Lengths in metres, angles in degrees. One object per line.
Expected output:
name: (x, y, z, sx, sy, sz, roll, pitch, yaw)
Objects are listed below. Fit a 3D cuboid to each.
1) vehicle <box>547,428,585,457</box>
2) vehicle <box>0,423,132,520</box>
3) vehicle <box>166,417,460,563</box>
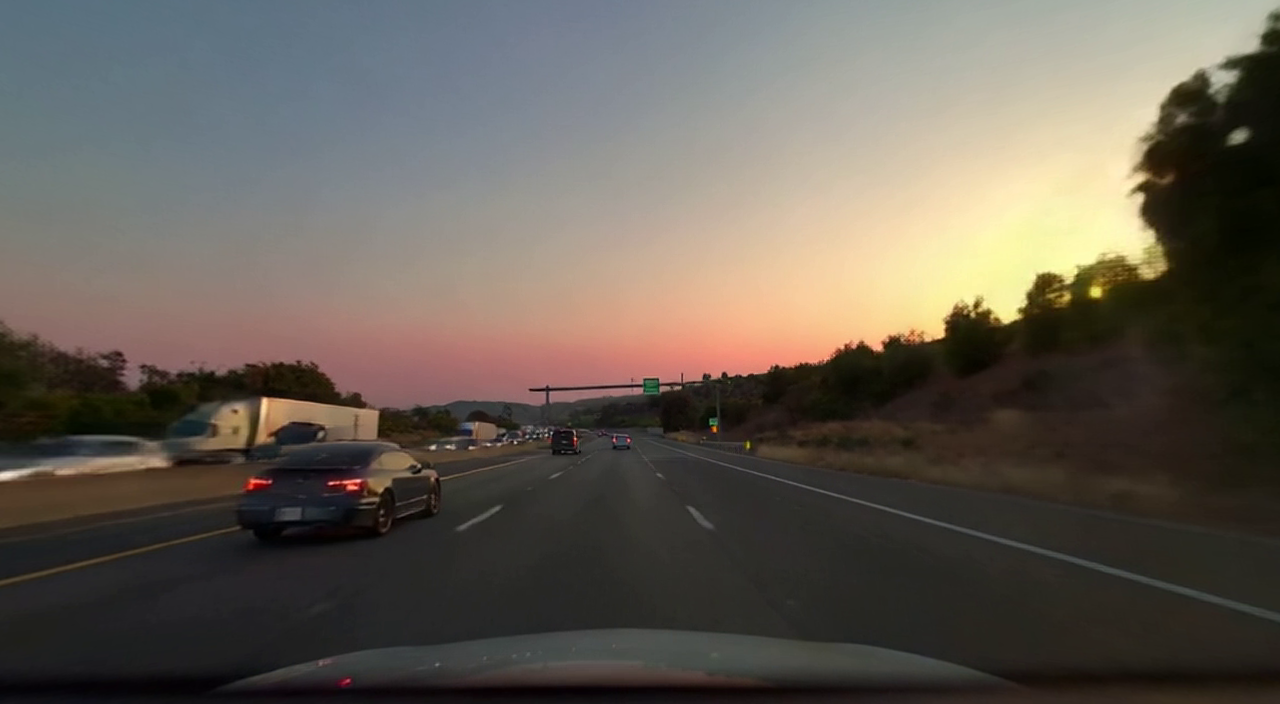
vehicle: (-5.188, 6.399, 44.549, 2.115, 1.887, 4.721, 0, -8, 0)
vehicle: (-11.948, 2.136, 11.388, 1.961, 1.644, 4.247, 0, -8, -1)
vehicle: (-4.139, 1.776, 8.934, 1.953, 1.550, 4.167, 0, -8, -1)
